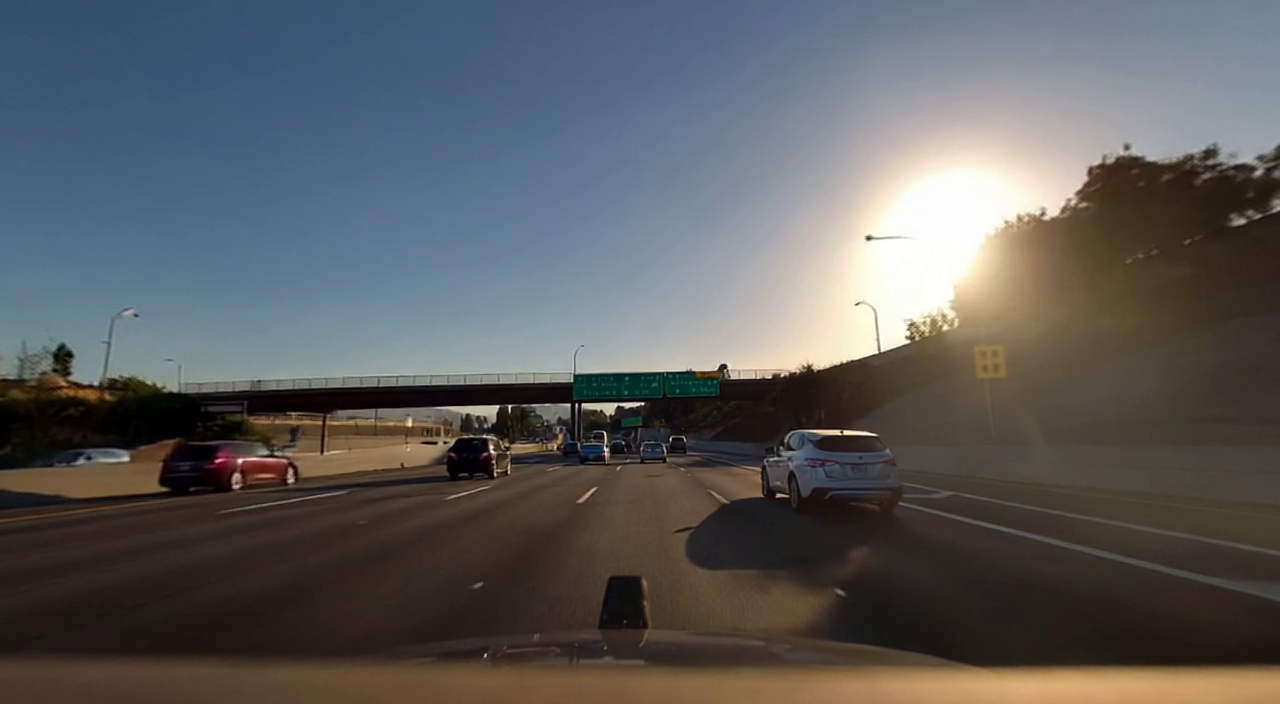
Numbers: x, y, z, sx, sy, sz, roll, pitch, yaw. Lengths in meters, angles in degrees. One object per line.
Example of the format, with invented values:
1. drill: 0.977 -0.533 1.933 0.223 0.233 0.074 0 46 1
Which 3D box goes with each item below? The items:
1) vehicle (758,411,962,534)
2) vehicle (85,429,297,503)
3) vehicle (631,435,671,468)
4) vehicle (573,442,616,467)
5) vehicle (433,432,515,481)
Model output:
1. vehicle: 3.708 2.129 11.737 2.083 1.823 4.627 0 -8 0
2. vehicle: -11.890 3.038 17.323 2.076 1.701 5.093 0 -8 0
3. vehicle: 0.662 5.589 35.594 2.133 1.739 3.925 0 -8 2
4. vehicle: -2.680 6.177 38.103 2.205 1.406 4.286 0 -8 1
5. vehicle: -6.220 3.968 24.163 1.946 1.688 4.019 0 -8 1
